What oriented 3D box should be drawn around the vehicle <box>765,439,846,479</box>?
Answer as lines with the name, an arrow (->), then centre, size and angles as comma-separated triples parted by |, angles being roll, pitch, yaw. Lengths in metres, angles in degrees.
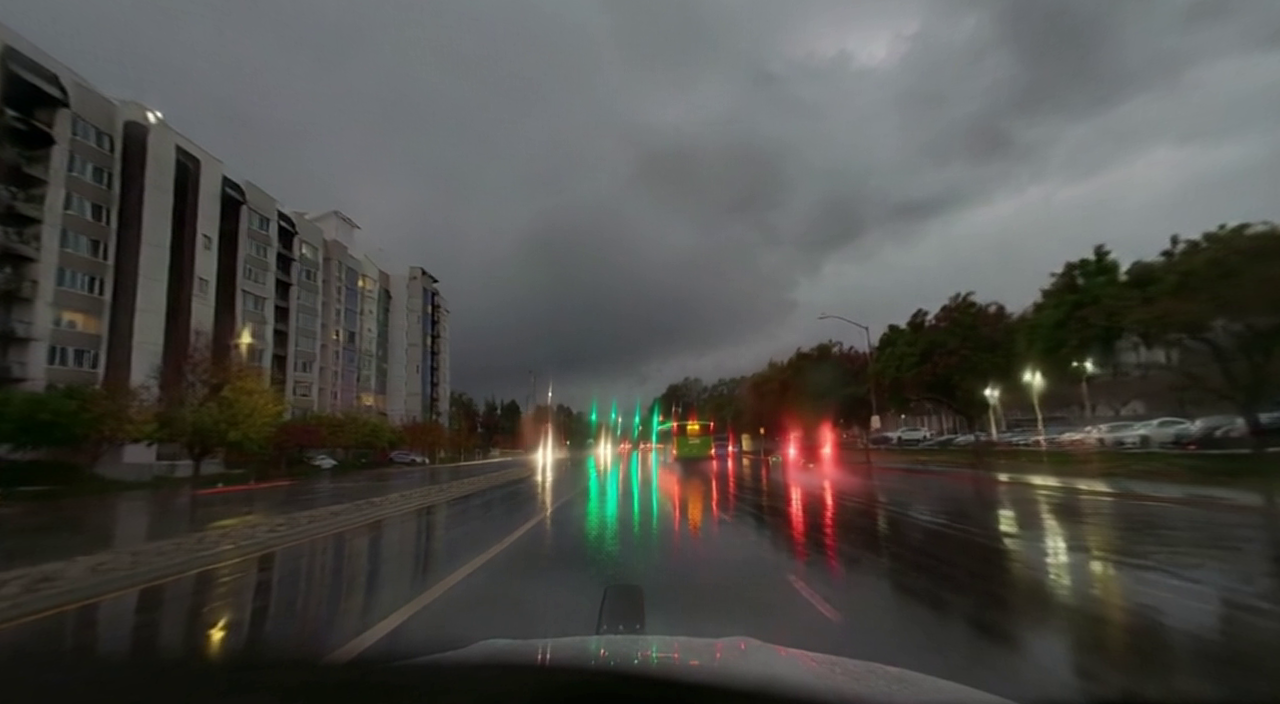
vehicle -> 6.648, 4.351, 25.904 | 1.992, 1.447, 4.414 | 0, -9, -2
